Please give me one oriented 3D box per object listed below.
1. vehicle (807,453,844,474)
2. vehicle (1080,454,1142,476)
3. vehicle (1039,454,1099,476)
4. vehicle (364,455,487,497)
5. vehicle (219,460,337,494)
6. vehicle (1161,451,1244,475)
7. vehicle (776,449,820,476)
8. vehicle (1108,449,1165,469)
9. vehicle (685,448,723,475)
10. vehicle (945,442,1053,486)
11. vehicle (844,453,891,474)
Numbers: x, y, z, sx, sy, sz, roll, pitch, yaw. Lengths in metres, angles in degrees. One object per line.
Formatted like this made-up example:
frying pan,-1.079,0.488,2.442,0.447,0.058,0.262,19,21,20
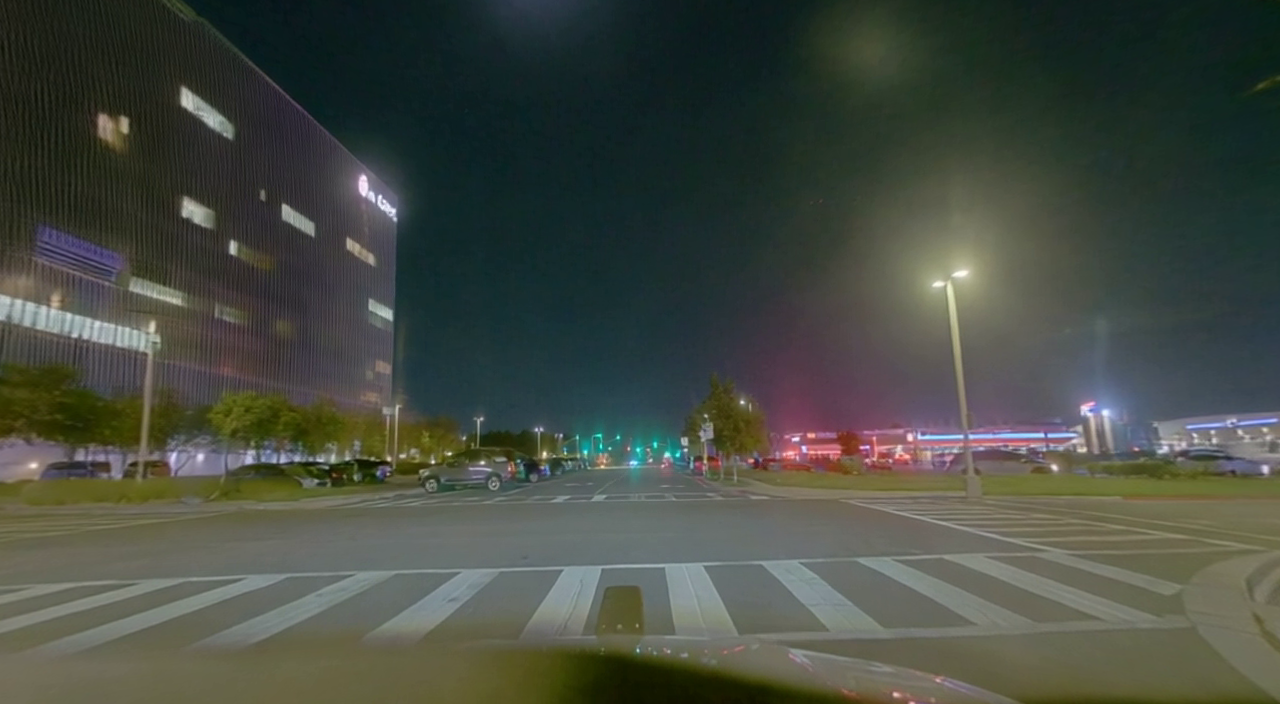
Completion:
vehicle,14.176,8.491,48.426,1.935,1.477,3.719,0,-9,3
vehicle,31.272,7.508,42.034,1.519,1.371,3.278,0,-9,0
vehicle,28.308,7.467,41.788,1.495,1.371,3.336,-1,-10,-1
vehicle,-8.698,4.978,25.722,4.442,1.504,1.809,5,-10,-28
vehicle,-16.633,5.728,29.180,4.331,1.437,1.876,0,-9,3
vehicle,36.996,7.307,41.731,1.678,1.423,4.191,-1,-9,2
vehicle,10.545,7.396,42.500,1.936,1.673,4.305,0,-9,1
vehicle,37.034,7.970,47.225,1.545,1.398,3.431,0,-9,3
vehicle,4.590,7.930,46.053,2.262,1.794,5.331,0,-9,1
vehicle,16.488,5.133,29.391,2.048,1.852,4.998,0,-9,0
vehicle,17.105,8.409,47.750,1.971,1.478,4.477,0,-9,1
